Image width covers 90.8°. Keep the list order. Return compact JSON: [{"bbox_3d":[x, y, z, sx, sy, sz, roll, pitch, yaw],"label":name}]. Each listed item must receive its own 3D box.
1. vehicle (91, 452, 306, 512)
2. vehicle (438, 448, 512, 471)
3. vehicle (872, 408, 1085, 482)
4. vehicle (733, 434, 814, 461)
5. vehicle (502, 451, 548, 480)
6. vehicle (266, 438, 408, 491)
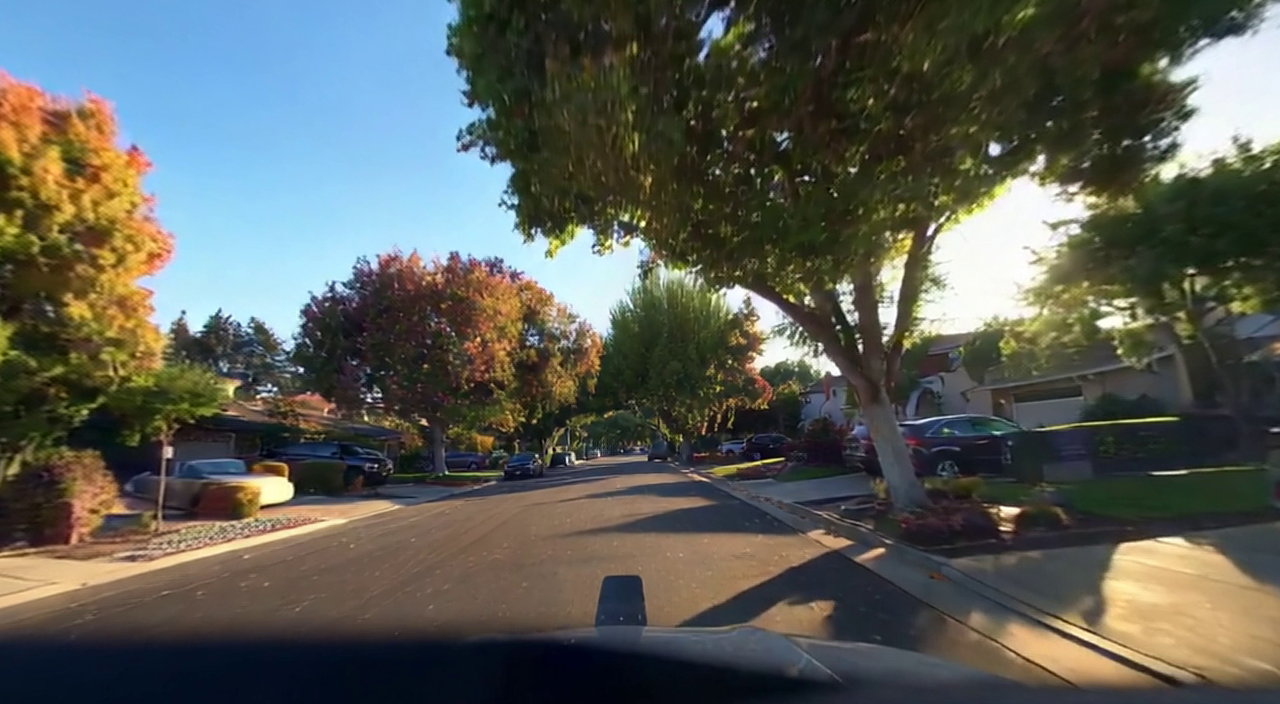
[{"bbox_3d":[-12.069,3.555,17.526,4.476,1.476,1.877,0,-8,-2],"label":"vehicle"},{"bbox_3d":[-12.218,8.017,47.064,4.972,1.623,1.884,0,-8,-1],"label":"vehicle"},{"bbox_3d":[8.544,2.373,16.249,4.334,1.750,1.900,0,-8,-2],"label":"vehicle"},{"bbox_3d":[8.390,6.021,39.946,4.599,1.652,1.903,0,-8,-3],"label":"vehicle"},{"bbox_3d":[-6.329,6.262,35.113,1.878,1.496,3.535,0,-8,0],"label":"vehicle"},{"bbox_3d":[-12.375,4.590,26.045,4.753,2.028,2.079,0,-8,0],"label":"vehicle"}]
